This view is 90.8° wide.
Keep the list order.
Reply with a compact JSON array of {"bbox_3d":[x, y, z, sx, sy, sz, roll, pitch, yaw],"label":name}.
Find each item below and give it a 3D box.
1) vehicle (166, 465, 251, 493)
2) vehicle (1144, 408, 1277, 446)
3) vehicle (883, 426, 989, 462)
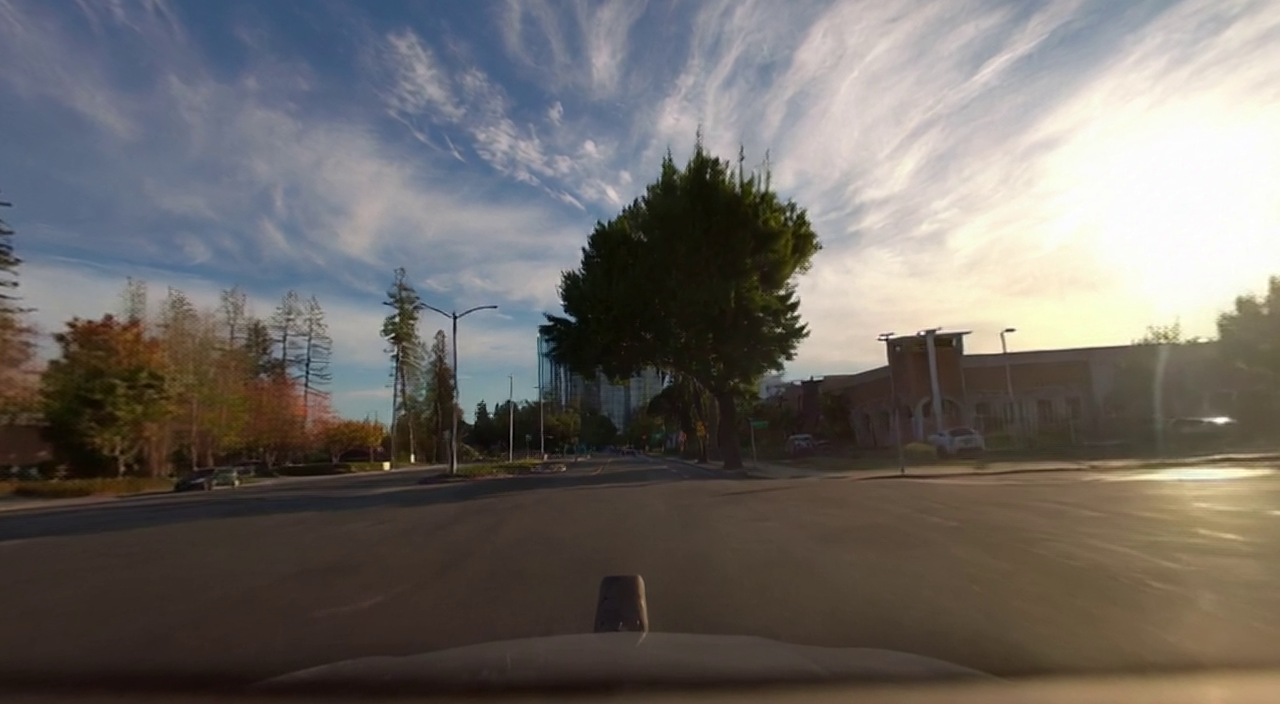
[{"bbox_3d":[-26.156,7.678,38.492,1.828,1.448,4.689,0,-9,1],"label":"vehicle"},{"bbox_3d":[29.896,3.982,33.201,4.934,1.910,2.165,0,-9,-3],"label":"vehicle"},{"bbox_3d":[15.024,4.669,32.228,4.268,1.589,2.156,-2,-8,-6],"label":"vehicle"}]
